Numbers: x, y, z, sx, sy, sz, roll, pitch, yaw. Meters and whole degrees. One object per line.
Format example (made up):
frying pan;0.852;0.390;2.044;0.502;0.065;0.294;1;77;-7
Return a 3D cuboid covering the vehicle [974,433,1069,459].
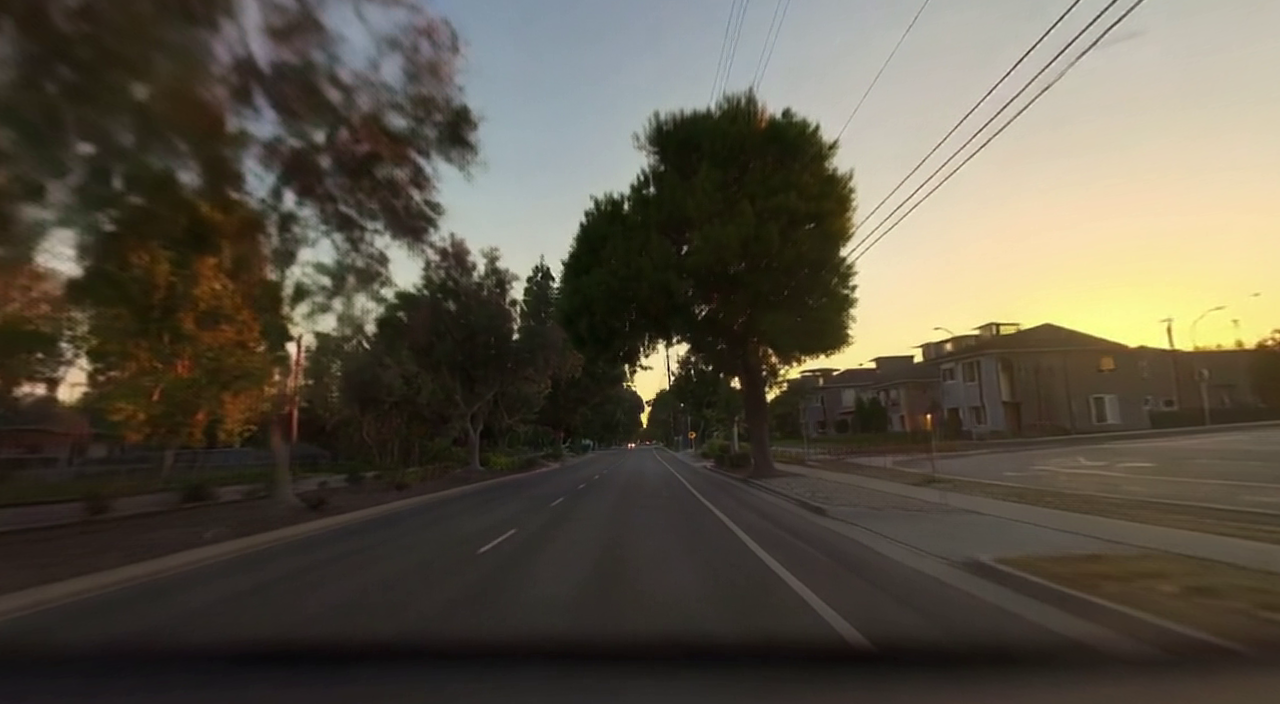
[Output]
vehicle;22.147;5.470;36.700;4.271;1.424;1.941;0;-8;1
